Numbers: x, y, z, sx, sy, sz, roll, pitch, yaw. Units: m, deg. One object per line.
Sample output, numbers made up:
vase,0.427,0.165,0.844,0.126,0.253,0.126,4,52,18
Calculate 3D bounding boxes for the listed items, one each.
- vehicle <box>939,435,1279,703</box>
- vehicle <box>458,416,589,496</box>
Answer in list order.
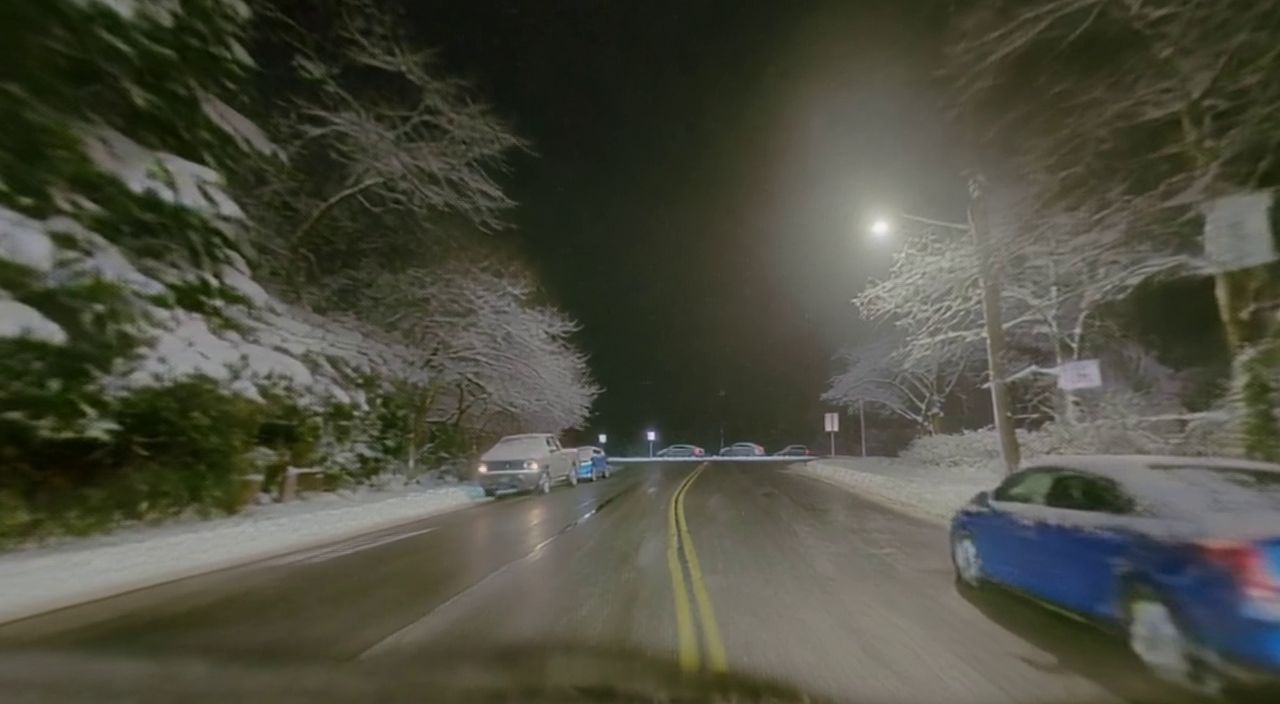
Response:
vehicle,4.260,1.389,4.905,2.033,1.424,4.560,-1,-8,6
vehicle,-3.680,3.628,21.266,2.583,2.167,5.667,-5,-12,8
